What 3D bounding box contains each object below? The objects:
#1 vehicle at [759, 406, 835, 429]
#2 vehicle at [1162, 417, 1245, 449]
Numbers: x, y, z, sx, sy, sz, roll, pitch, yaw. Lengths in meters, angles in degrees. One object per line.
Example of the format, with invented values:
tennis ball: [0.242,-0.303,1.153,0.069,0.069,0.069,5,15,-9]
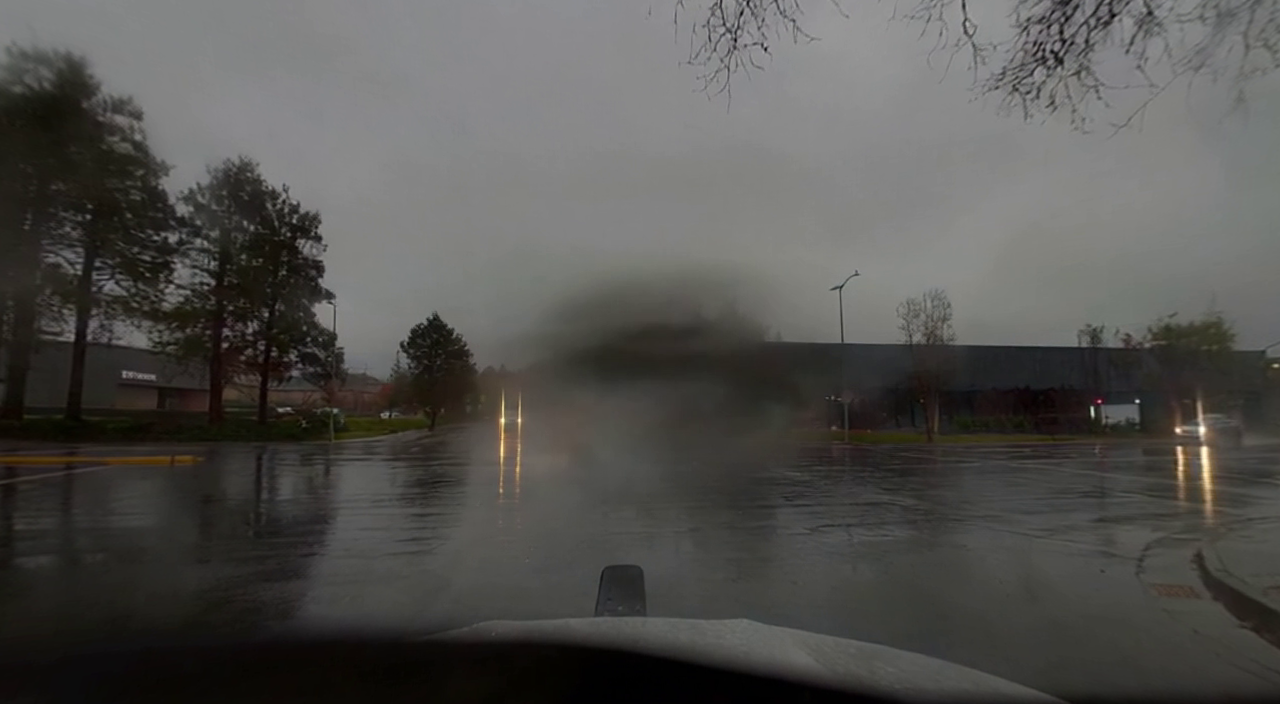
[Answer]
vehicle: [10.754,4.547,43.099,4.674,1.483,1.745,1,-9,-9]
vehicle: [34.936,5.076,38.874,5.333,1.837,2.124,5,-10,-30]
